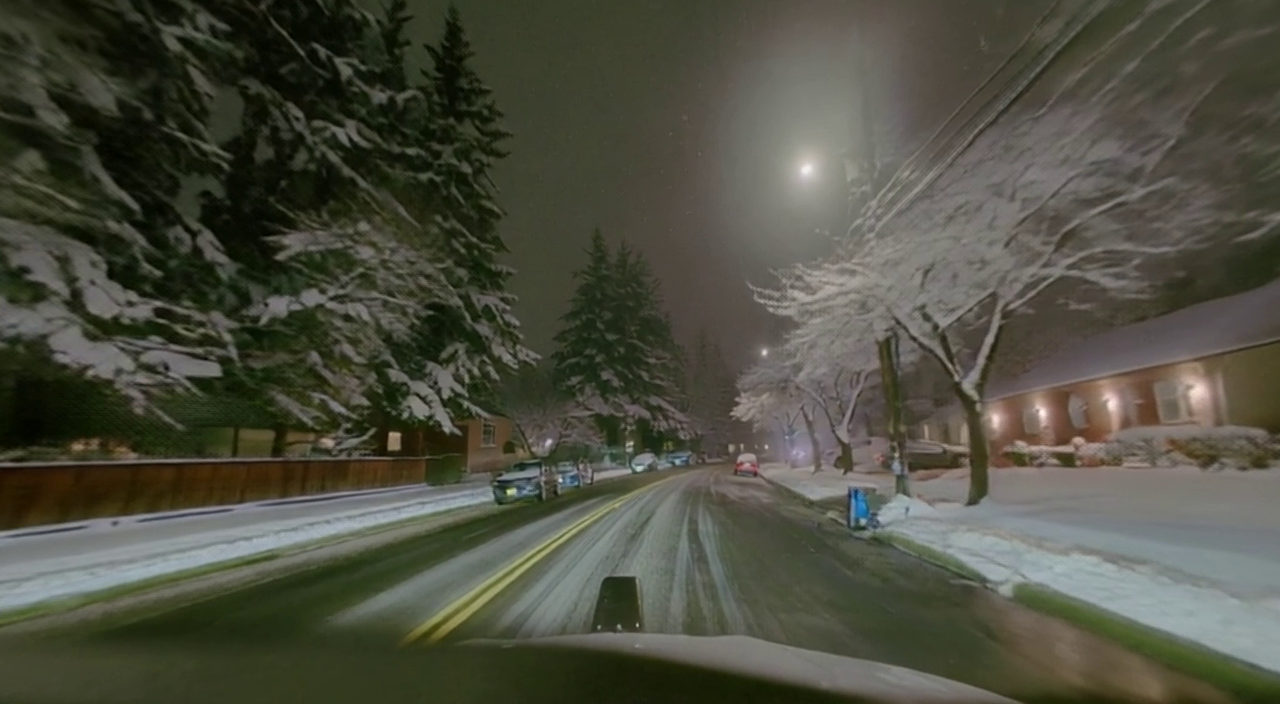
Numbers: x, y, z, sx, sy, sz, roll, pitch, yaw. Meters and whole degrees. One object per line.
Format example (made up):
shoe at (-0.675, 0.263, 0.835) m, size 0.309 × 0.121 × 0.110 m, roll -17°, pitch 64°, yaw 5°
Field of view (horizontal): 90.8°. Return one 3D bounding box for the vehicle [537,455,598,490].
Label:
vehicle at (-3.548, 6.129, 31.817) m, size 1.972 × 1.536 × 4.347 m, roll -2°, pitch -14°, yaw 8°

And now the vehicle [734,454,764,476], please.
vehicle at (7.767, 8.022, 45.006) m, size 1.972 × 1.460 × 4.137 m, roll -2°, pitch -9°, yaw 10°

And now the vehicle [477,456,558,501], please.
vehicle at (-4.646, 5.011, 24.652) m, size 1.886 × 1.494 × 4.149 m, roll -2°, pitch -14°, yaw 7°

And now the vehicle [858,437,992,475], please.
vehicle at (12.071, 4.448, 27.007) m, size 4.744 × 1.507 × 1.953 m, roll -1°, pitch -9°, yaw 3°

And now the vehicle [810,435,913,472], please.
vehicle at (12.020, 5.558, 34.624) m, size 5.009 × 1.906 × 2.046 m, roll -2°, pitch -9°, yaw 12°
